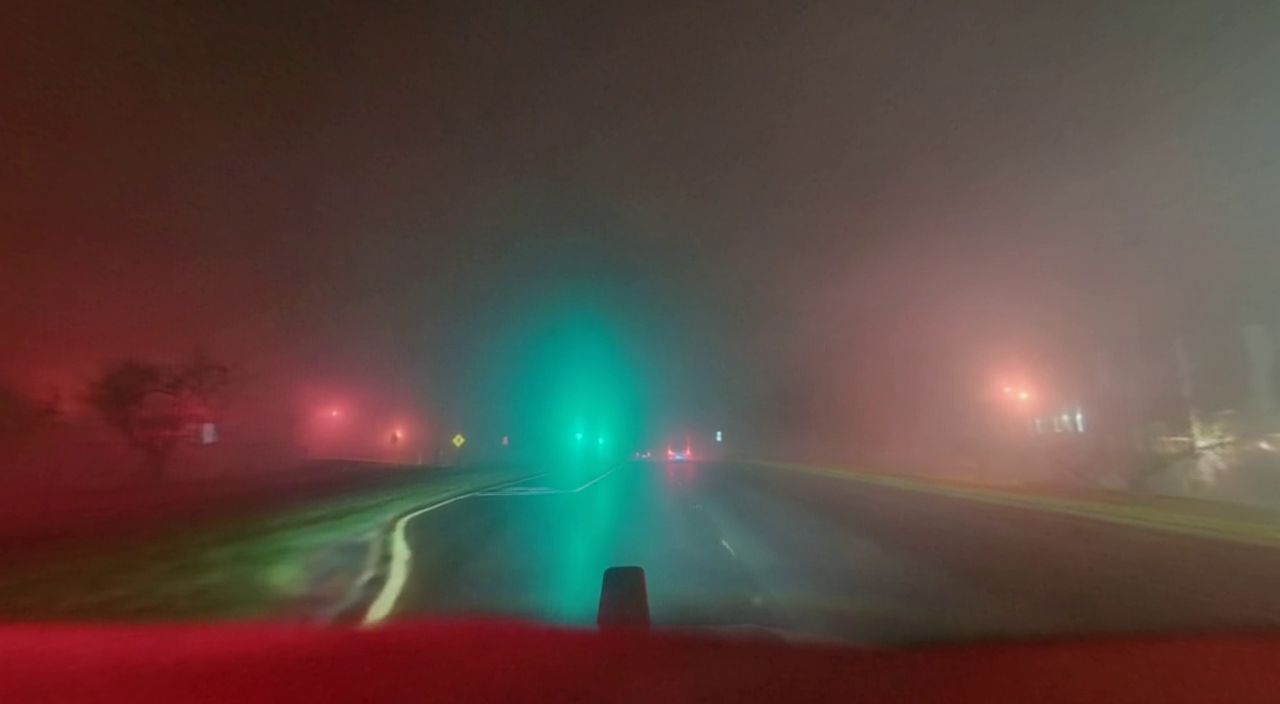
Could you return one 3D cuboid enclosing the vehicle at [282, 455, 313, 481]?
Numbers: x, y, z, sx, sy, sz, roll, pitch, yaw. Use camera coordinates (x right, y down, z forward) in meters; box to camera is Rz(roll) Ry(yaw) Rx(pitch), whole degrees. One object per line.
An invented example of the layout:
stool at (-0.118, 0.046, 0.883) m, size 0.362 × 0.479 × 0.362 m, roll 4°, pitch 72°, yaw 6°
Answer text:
vehicle at (-25.701, 8.681, 47.426) m, size 1.847 × 1.698 × 4.345 m, roll 4°, pitch -9°, yaw -27°
